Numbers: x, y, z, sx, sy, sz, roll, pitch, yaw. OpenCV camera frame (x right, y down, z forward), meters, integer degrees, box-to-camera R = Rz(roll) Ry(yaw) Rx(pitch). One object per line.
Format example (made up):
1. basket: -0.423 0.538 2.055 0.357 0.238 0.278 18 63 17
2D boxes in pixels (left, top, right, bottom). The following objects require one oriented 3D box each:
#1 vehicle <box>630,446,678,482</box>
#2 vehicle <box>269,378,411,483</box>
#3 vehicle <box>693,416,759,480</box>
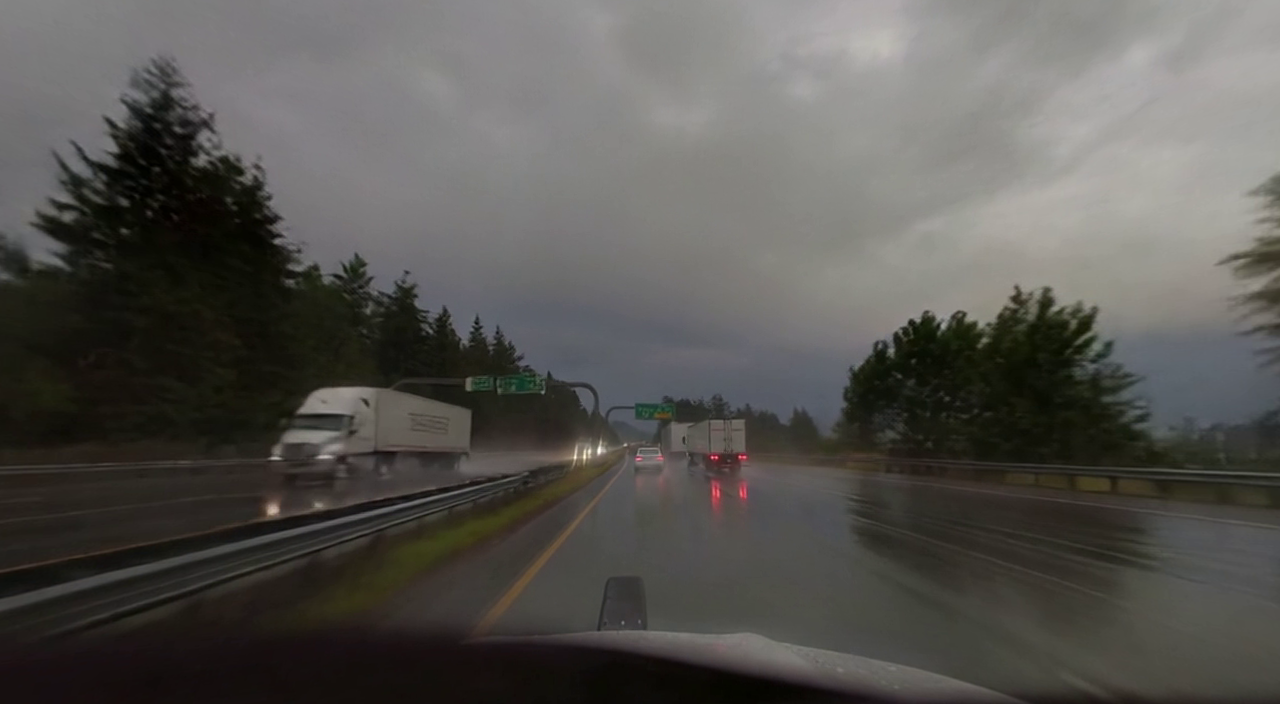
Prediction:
1. vehicle: 0.576 5.081 28.954 2.069 1.523 4.012 0 -9 -1
2. vehicle: -12.080 3.309 26.102 2.959 3.857 5.749 0 -9 -1
3. vehicle: 4.742 5.503 36.163 2.600 3.282 7.635 0 -9 -1
